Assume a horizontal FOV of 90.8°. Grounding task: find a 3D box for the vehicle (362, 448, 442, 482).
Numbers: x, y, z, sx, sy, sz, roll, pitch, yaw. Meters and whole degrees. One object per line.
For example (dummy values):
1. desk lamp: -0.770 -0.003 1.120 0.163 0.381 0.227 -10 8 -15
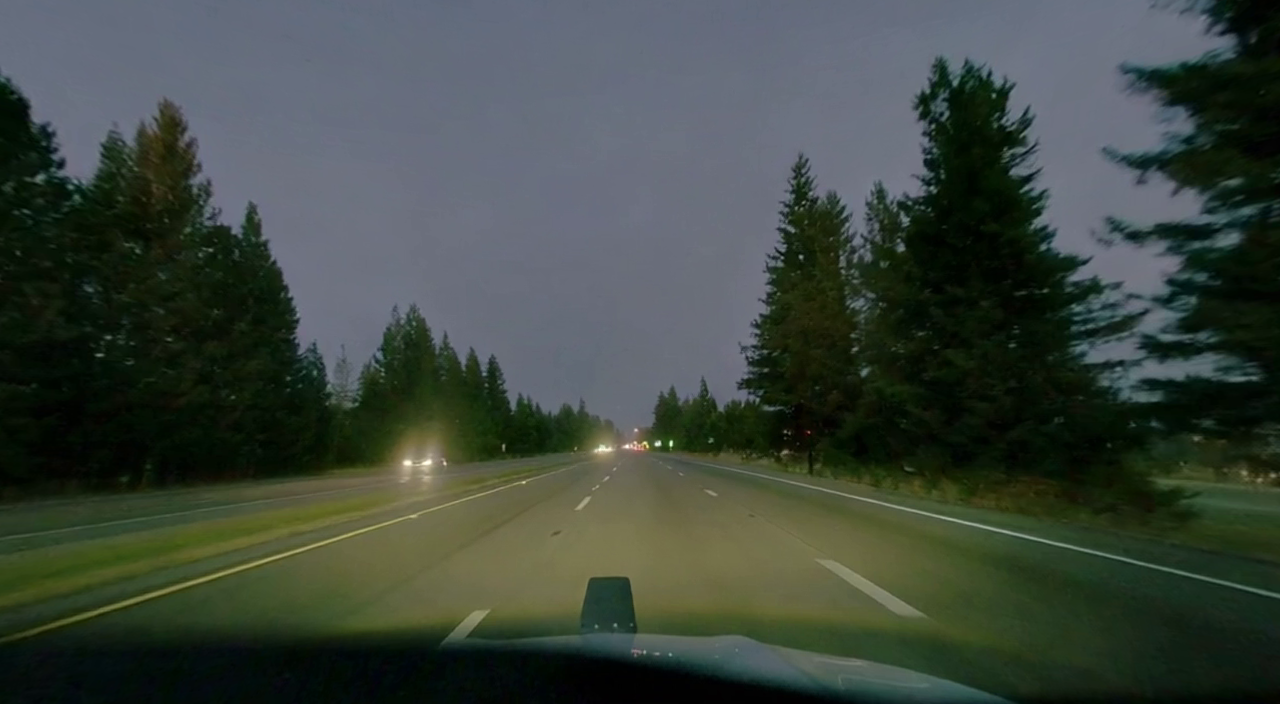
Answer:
1. vehicle: -11.295 5.384 30.399 2.087 1.455 4.585 0 -9 0
